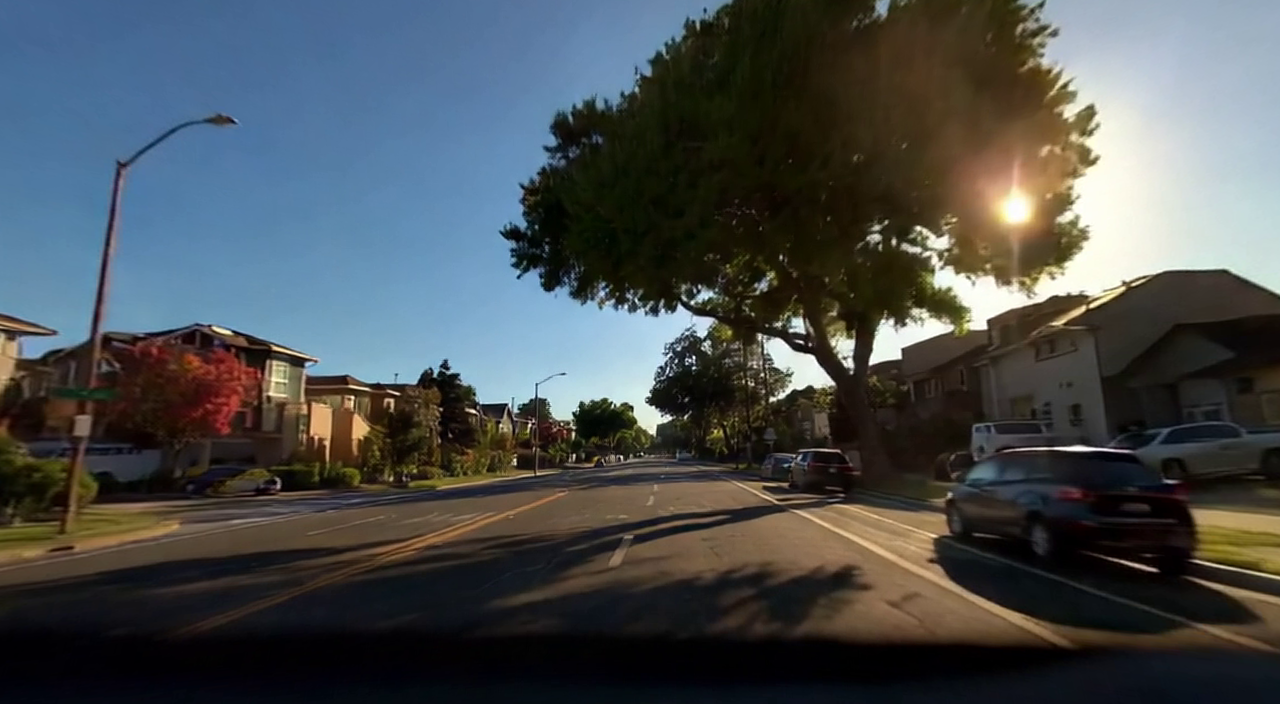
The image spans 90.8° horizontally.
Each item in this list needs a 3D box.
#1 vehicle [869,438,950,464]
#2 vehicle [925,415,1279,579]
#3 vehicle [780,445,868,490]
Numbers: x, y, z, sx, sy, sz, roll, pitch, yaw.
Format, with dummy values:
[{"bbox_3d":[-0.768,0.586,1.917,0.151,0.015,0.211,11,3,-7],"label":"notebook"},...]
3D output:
[{"bbox_3d":[17.238,6.392,40.595,4.293,1.640,1.861,0,-10,2],"label":"vehicle"},{"bbox_3d":[5.966,1.819,8.594,1.971,1.558,4.895,-1,-10,1],"label":"vehicle"},{"bbox_3d":[6.815,4.309,23.927,1.938,1.464,4.390,-1,-8,0],"label":"vehicle"}]
